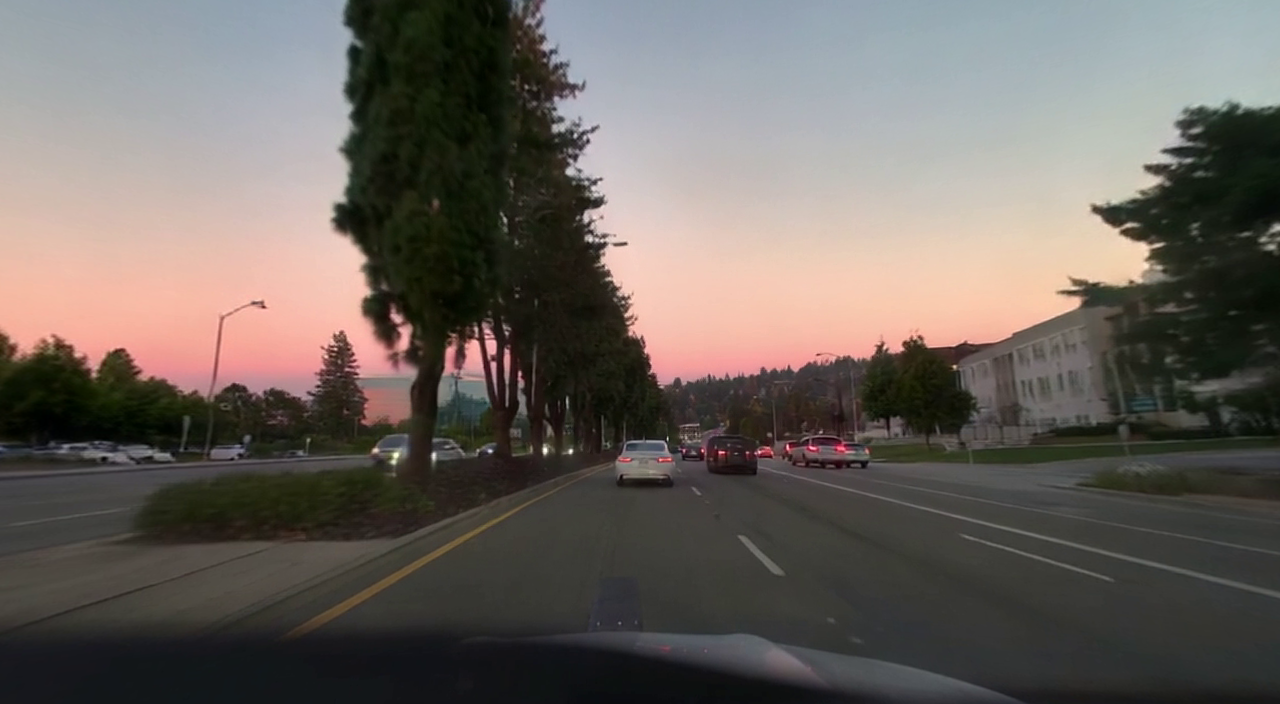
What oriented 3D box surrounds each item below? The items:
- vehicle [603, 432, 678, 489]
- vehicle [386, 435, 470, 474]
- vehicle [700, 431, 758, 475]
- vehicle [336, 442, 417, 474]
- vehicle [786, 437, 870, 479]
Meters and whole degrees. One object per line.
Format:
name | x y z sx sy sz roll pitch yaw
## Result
vehicle | 0.014 3.438 20.275 2.145 1.603 4.369 0 -9 0
vehicle | -9.078 4.430 27.412 2.074 1.543 4.536 0 -9 0
vehicle | 3.876 4.470 28.117 1.976 1.796 4.159 0 -9 0
vehicle | -12.828 5.182 30.958 1.915 1.456 4.636 0 -9 1
vehicle | 7.280 4.145 24.841 1.928 1.488 4.361 0 -9 0
